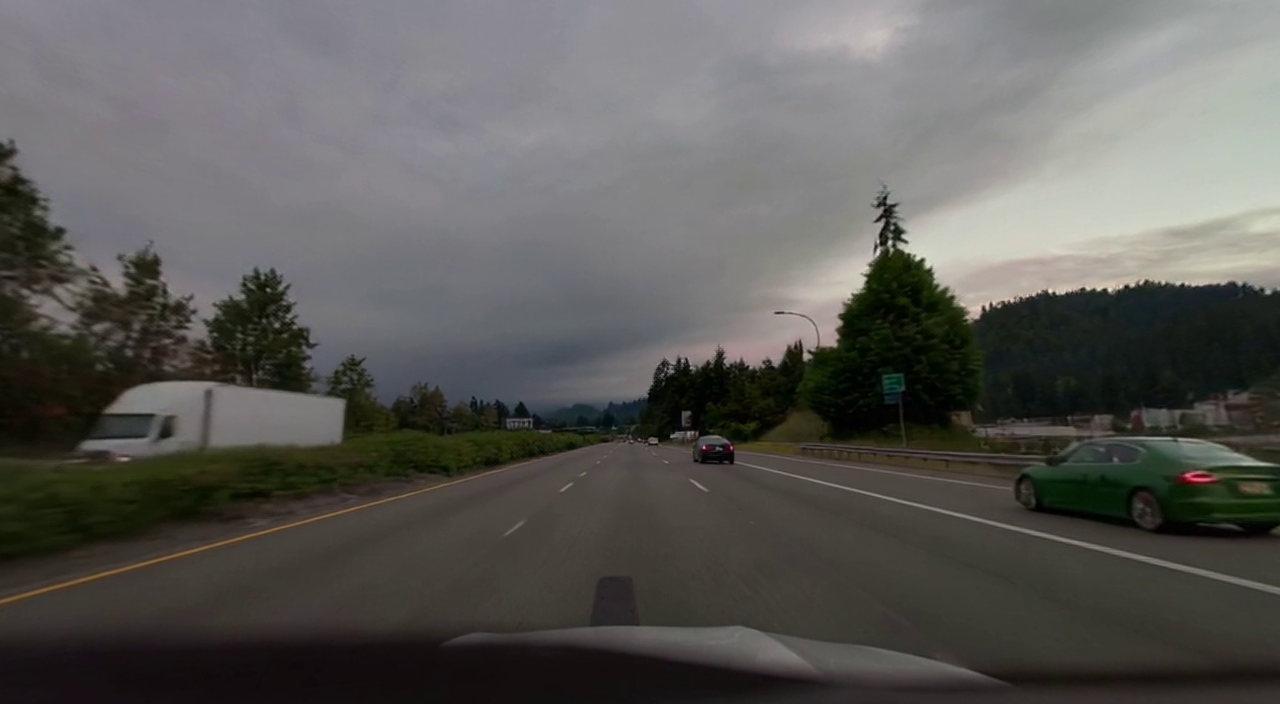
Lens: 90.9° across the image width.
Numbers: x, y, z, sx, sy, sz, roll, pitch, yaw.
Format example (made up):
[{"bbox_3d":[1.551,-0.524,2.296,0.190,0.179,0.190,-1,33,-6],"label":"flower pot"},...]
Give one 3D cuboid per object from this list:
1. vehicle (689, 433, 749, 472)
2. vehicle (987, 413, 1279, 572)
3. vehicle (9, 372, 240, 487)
[{"bbox_3d":[3.162,4.099,25.955,1.819,1.468,3.770,0,-8,-2],"label":"vehicle"},{"bbox_3d":[7.113,1.667,8.449,2.003,1.522,4.940,0,-8,-2],"label":"vehicle"},{"bbox_3d":[-19.636,3.062,24.881,2.810,3.830,7.462,0,-8,-2],"label":"vehicle"}]
